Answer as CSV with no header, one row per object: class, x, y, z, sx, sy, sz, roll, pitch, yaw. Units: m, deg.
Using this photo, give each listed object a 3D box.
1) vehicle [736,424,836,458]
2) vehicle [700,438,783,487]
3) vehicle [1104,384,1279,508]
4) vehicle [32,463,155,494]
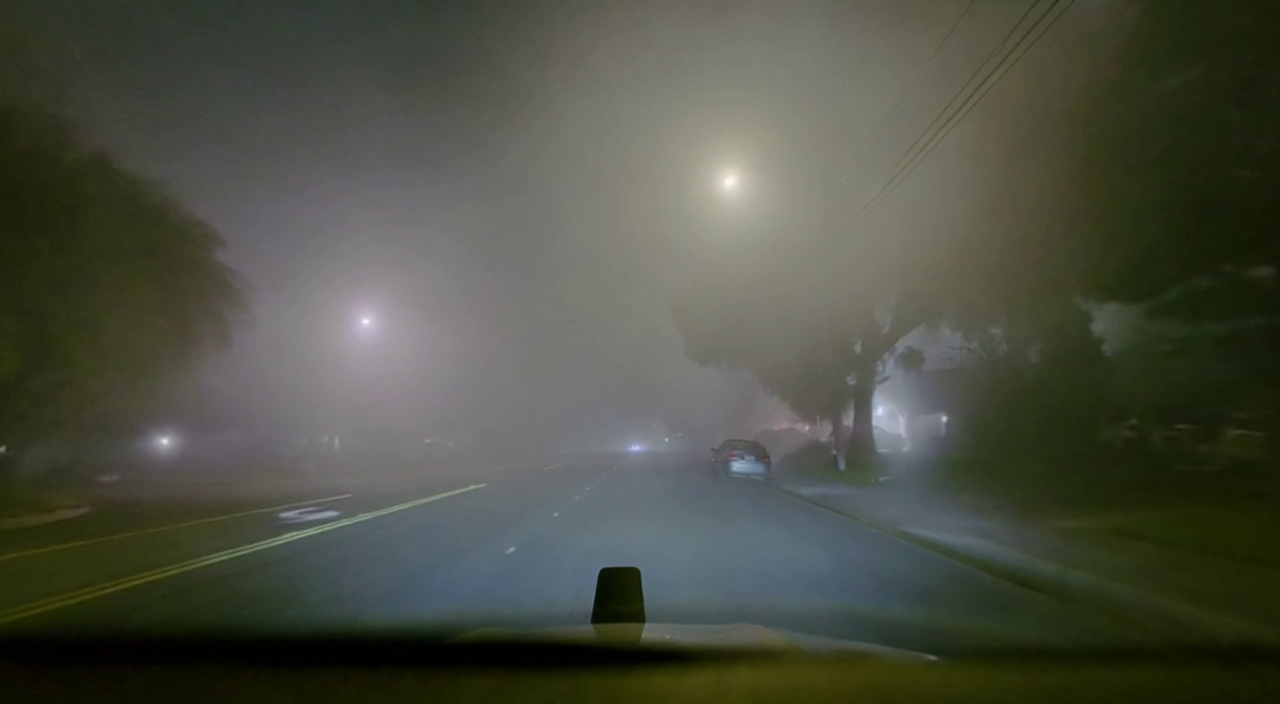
vehicle,9.329,5.790,40.941,5.933,2.038,2.382,1,-9,3
vehicle,3.449,3.839,22.439,2.037,1.518,4.904,0,-8,-1
vehicle,9.531,1.251,8.887,1.971,1.641,5.191,-4,-7,-1
vehicle,-28.533,6.598,33.067,4.637,1.448,2.016,-1,-8,3
